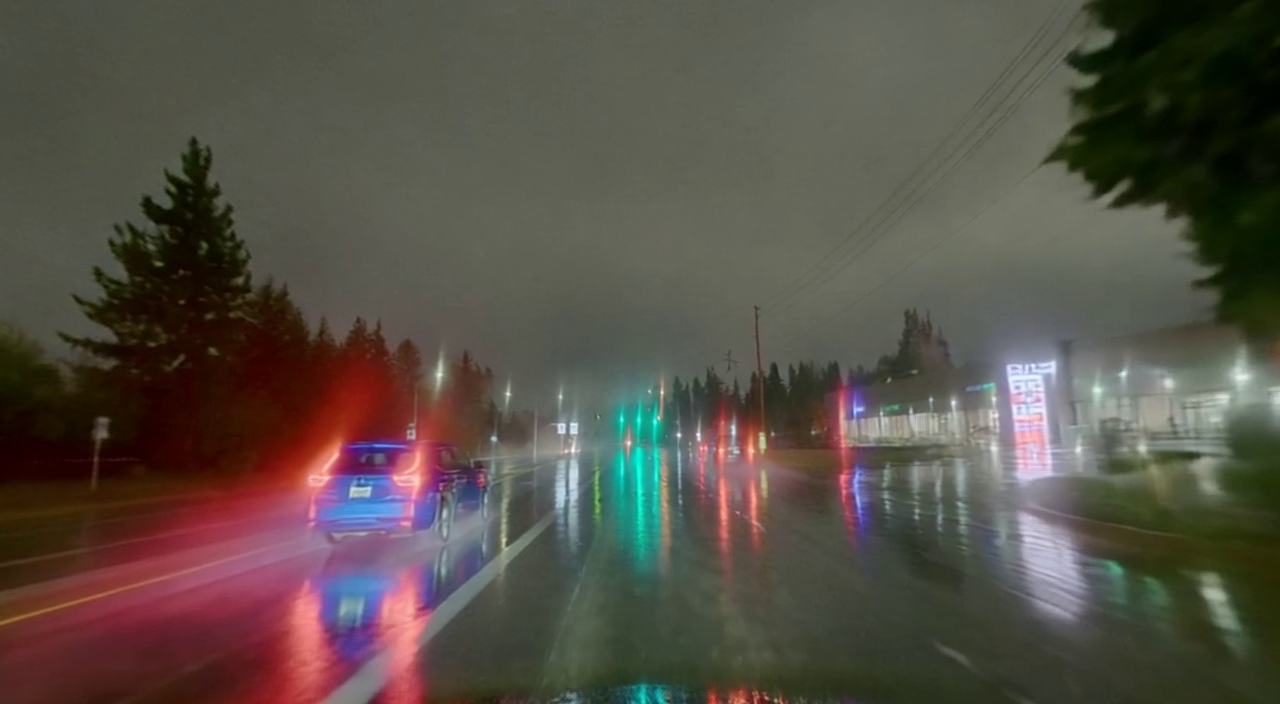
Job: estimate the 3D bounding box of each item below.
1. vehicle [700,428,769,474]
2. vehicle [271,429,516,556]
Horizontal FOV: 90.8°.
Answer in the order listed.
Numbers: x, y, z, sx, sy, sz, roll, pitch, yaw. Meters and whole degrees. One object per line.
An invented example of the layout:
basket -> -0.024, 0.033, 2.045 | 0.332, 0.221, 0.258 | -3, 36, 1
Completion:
vehicle -> 4.500, 4.835, 31.096 | 2.476, 2.016, 5.586 | 0, -8, 0
vehicle -> -3.293, 1.952, 9.561 | 2.017, 1.470, 4.293 | 0, -8, -1
